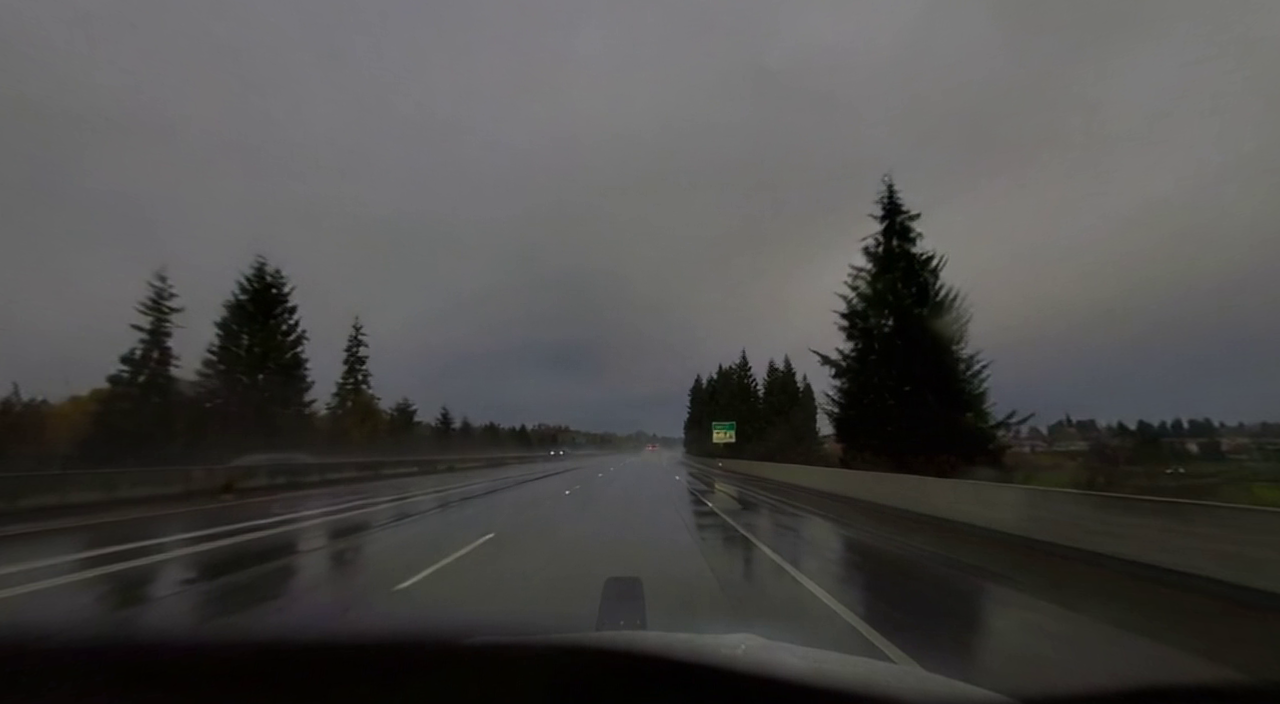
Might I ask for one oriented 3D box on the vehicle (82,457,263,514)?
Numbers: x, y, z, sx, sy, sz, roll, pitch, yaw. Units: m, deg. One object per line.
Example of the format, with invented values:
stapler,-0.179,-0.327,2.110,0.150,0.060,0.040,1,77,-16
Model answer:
vehicle,-13.741,3.915,18.982,1.972,1.465,4.493,0,-9,0
